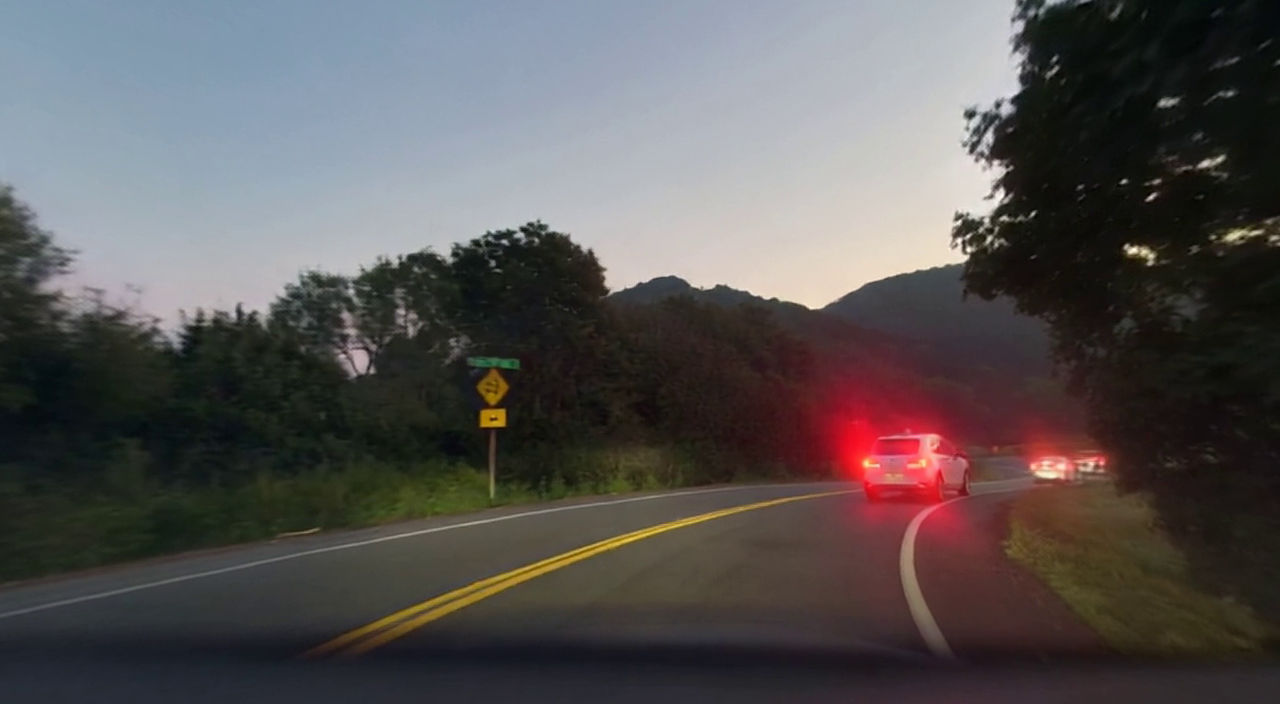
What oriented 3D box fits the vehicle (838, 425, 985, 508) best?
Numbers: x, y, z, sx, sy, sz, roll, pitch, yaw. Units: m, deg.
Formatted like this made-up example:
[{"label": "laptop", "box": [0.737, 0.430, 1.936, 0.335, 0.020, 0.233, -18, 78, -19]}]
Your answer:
[{"label": "vehicle", "box": [8.005, 3.202, 18.193, 2.500, 1.961, 5.637, -6, -11, 37]}]
